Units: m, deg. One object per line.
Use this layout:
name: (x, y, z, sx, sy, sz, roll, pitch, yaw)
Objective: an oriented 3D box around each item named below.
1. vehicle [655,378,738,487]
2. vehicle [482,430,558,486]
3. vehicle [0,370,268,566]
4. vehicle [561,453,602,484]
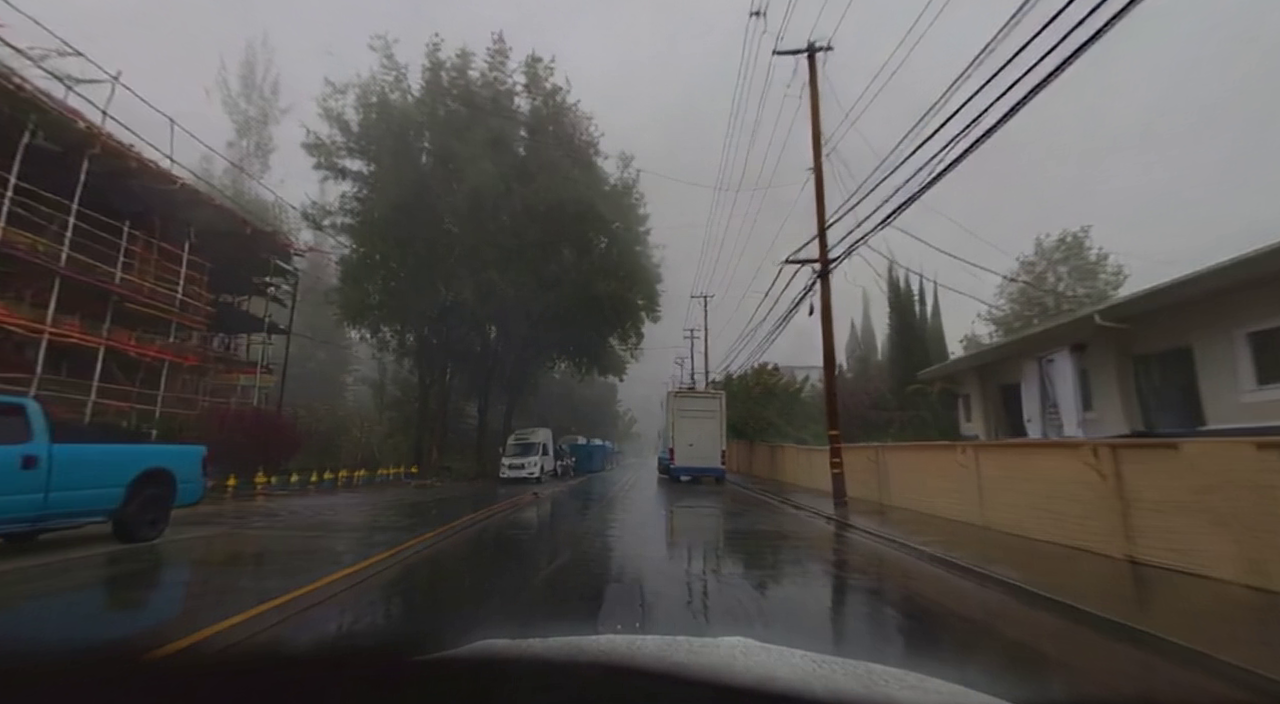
vehicle: (2.176, 3.757, 27.399, 2.915, 3.793, 9.963, 1, -11, 2)
vehicle: (-5.001, 4.435, 27.013, 2.171, 1.910, 4.789, -1, -4, 2)
vehicle: (-7.276, 1.260, 7.006, 2.238, 1.895, 5.648, -1, -9, 8)
vehicle: (-3.981, 8.040, 43.697, 2.257, 1.916, 5.089, 0, -9, 1)
